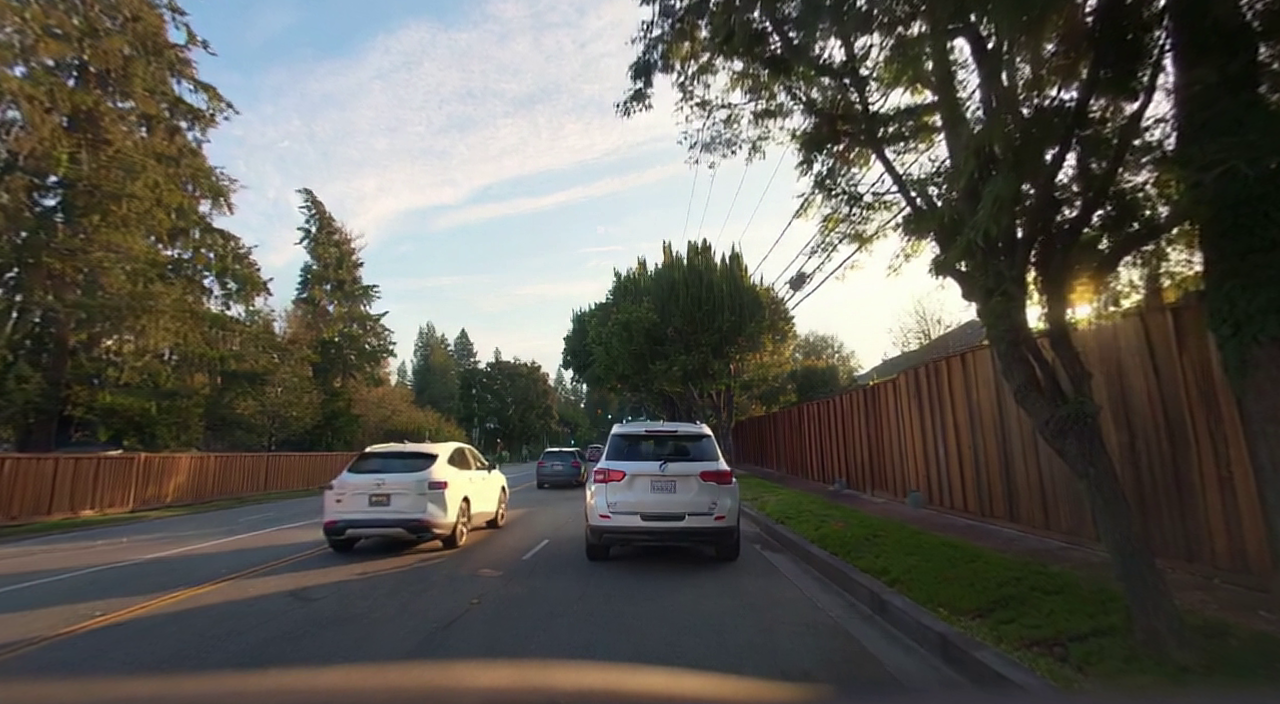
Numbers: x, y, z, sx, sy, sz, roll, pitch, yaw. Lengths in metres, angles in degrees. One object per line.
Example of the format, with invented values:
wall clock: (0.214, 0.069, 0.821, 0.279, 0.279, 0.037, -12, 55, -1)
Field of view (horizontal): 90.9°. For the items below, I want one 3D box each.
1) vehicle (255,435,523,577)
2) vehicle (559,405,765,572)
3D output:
vehicle: (-3.044, 1.937, 8.742, 1.979, 1.489, 4.006, 0, -8, 1)
vehicle: (0.227, 1.755, 8.793, 2.174, 1.749, 4.113, 0, -9, 0)
